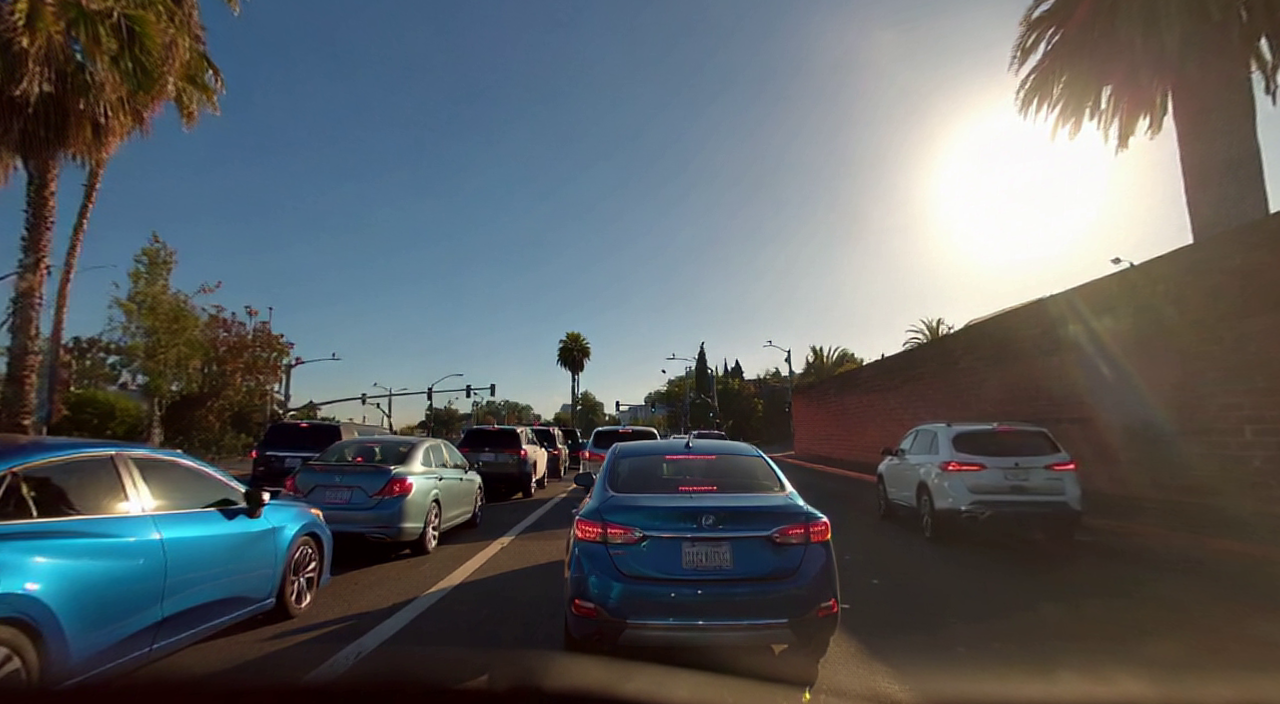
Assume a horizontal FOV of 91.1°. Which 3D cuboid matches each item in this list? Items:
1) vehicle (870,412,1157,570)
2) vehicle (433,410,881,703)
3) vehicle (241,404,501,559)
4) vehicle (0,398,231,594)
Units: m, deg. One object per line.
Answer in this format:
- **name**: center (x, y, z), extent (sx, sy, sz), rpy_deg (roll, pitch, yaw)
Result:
- **vehicle**: center (4.964, 1.871, 9.283), extent (2.112, 1.717, 4.432), rpy_deg (-2, -9, 10)
- **vehicle**: center (0.041, 1.340, 5.193), extent (2.128, 1.473, 4.272), rpy_deg (0, -8, -1)
- **vehicle**: center (-3.520, 1.783, 9.275), extent (2.055, 1.746, 4.136), rpy_deg (0, -8, -1)
- **vehicle**: center (-6.676, 1.400, 6.382), extent (1.963, 1.721, 4.662), rpy_deg (0, -8, -2)
